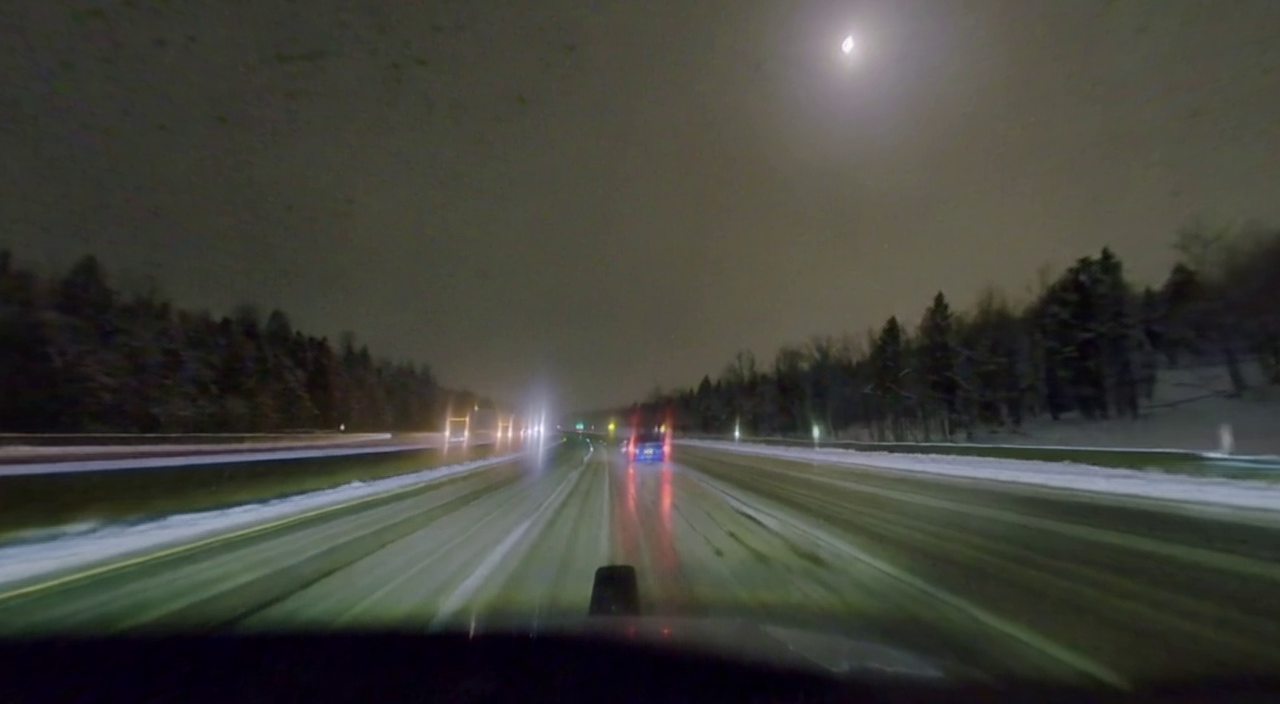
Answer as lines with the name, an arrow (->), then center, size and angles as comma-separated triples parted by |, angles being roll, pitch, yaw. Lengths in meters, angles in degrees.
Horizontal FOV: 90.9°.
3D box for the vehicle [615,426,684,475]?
vehicle -> 0.230, 3.481, 22.637 | 1.997, 1.589, 4.179 | 1, -8, -6
